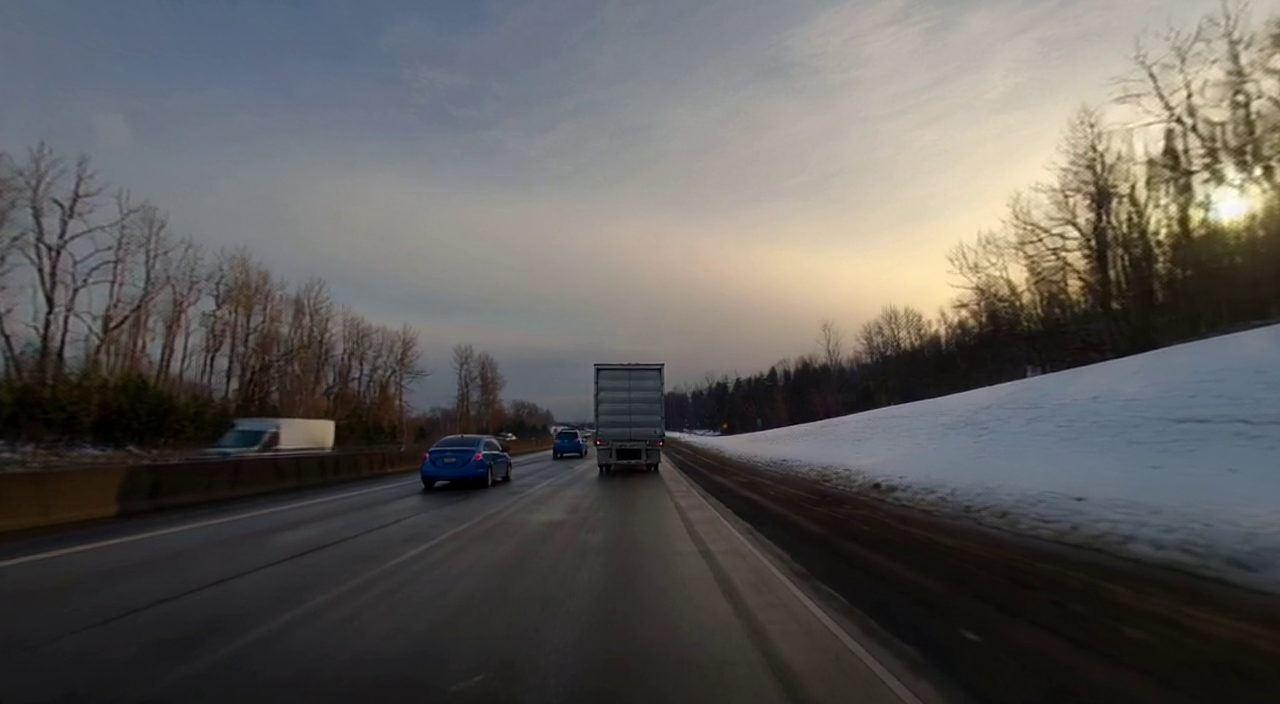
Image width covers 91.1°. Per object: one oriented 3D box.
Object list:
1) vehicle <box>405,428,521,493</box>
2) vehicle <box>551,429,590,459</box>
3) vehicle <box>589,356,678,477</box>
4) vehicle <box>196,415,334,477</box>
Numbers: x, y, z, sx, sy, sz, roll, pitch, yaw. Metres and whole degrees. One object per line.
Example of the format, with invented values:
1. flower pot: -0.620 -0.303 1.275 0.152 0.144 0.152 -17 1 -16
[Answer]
1. vehicle: -4.670 2.917 17.368 1.931 1.539 4.441 0 -8 0
2. vehicle: -4.540 6.062 41.569 2.019 1.834 4.644 0 -8 0
3. vehicle: -0.318 2.828 26.242 2.953 4.041 10.072 0 -8 -1
4. vehicle: -16.378 4.140 28.010 2.367 2.467 5.859 0 -8 2
